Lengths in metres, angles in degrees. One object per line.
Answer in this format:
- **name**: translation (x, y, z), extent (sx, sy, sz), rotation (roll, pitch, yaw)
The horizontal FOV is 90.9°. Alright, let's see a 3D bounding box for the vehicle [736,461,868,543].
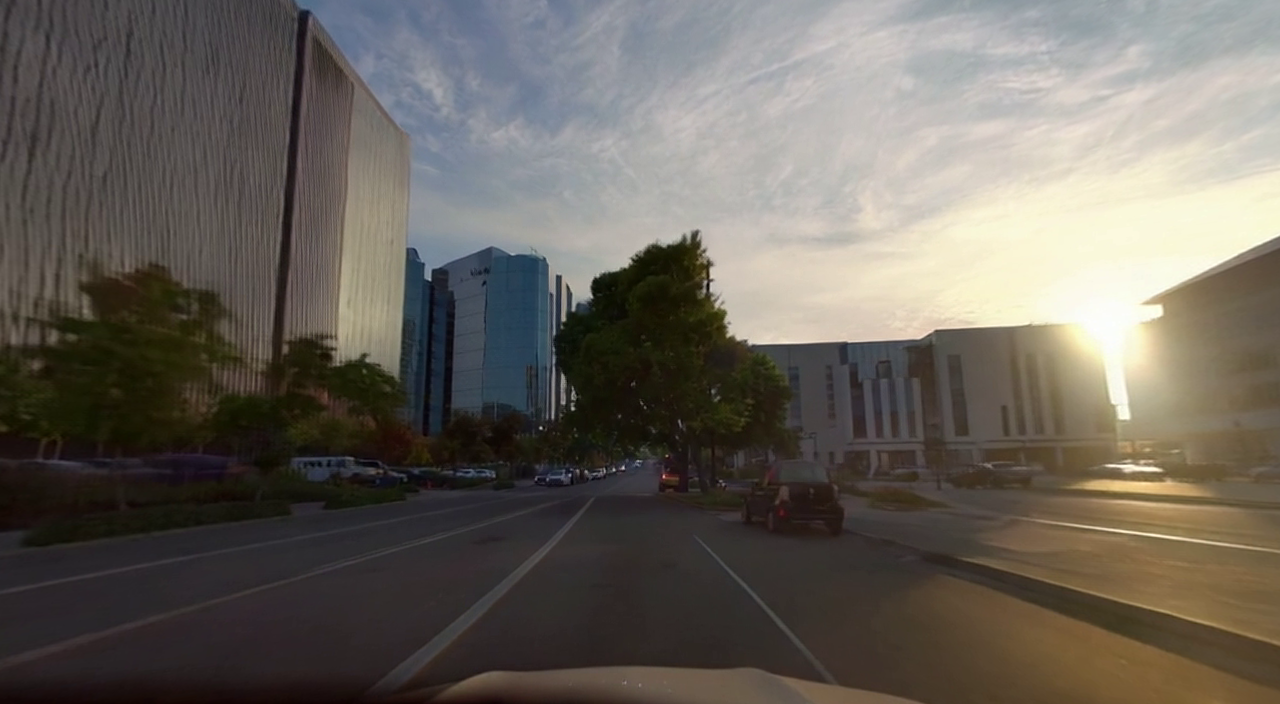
- **vehicle**: translation (3.281, 3.131, 13.564), extent (1.899, 1.470, 3.666), rotation (0, -11, 1)

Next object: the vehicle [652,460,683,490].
- **vehicle**: translation (1.961, 9.002, 46.206), extent (2.064, 2.010, 4.791), rotation (0, -11, 1)
